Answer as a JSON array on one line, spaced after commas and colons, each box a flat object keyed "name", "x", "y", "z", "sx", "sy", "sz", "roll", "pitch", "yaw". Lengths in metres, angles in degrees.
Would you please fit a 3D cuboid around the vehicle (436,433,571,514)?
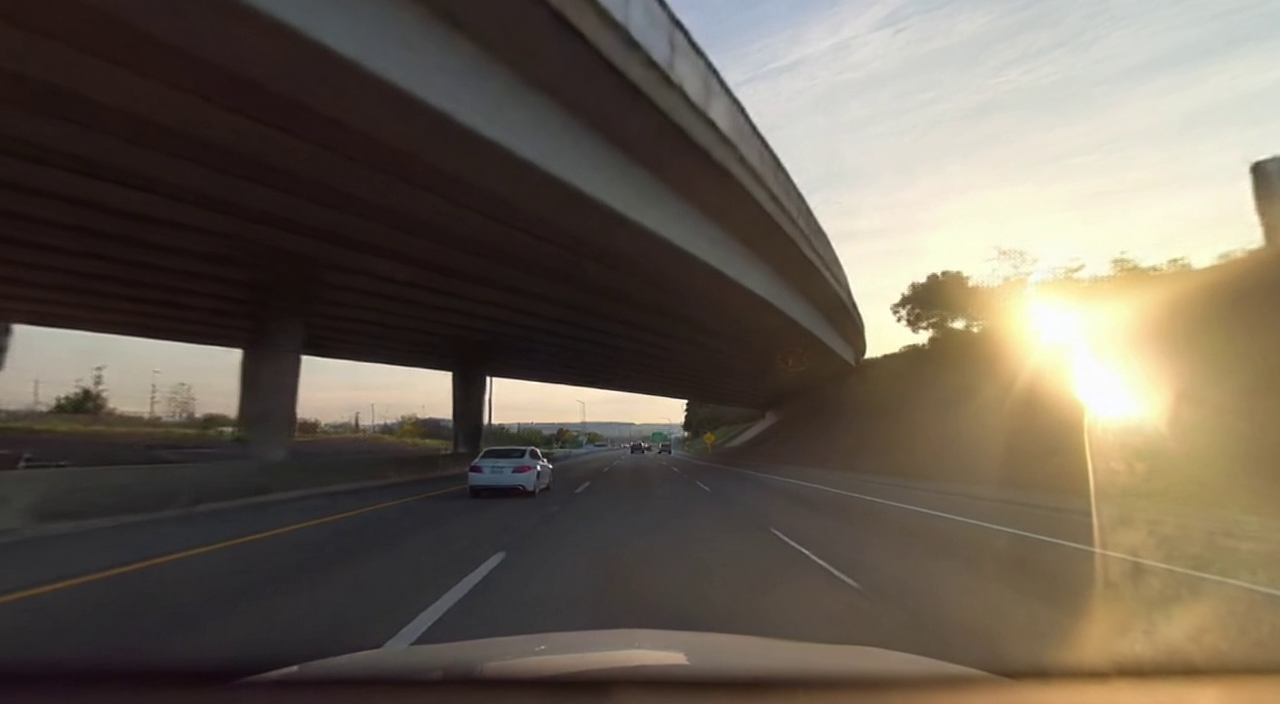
[{"name": "vehicle", "x": -2.932, "y": 2.719, "z": 14.705, "sx": 2.029, "sy": 1.557, "sz": 4.570, "roll": 0, "pitch": -8, "yaw": 1}]
